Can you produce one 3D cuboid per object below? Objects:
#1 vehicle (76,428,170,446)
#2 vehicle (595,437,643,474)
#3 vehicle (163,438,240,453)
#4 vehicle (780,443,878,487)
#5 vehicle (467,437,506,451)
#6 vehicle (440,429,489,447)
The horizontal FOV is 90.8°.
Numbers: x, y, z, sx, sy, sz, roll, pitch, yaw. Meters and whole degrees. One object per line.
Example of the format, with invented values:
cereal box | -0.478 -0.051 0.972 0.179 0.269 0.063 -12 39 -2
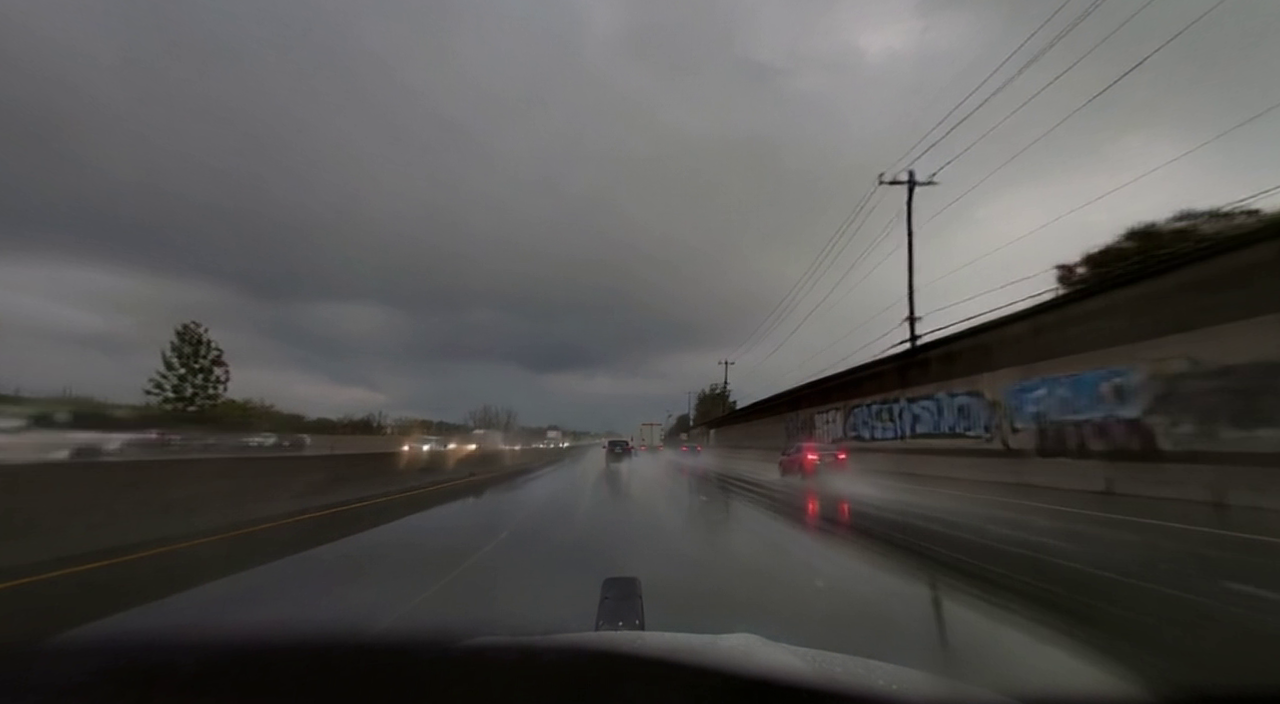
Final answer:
vehicle | -32.269 5.338 39.607 4.287 1.030 2.050 5 -10 -31
vehicle | -1.010 5.005 30.699 2.191 1.685 3.353 0 -9 -2
vehicle | -32.014 6.845 46.255 4.477 1.085 1.982 5 -10 -32
vehicle | 6.908 4.161 23.680 2.018 1.451 4.762 0 -9 -3
vehicle | -11.091 6.723 45.917 1.884 0.990 3.895 0 -9 0
vehicle | -11.451 5.673 41.552 2.021 1.111 4.395 0 -9 -1
